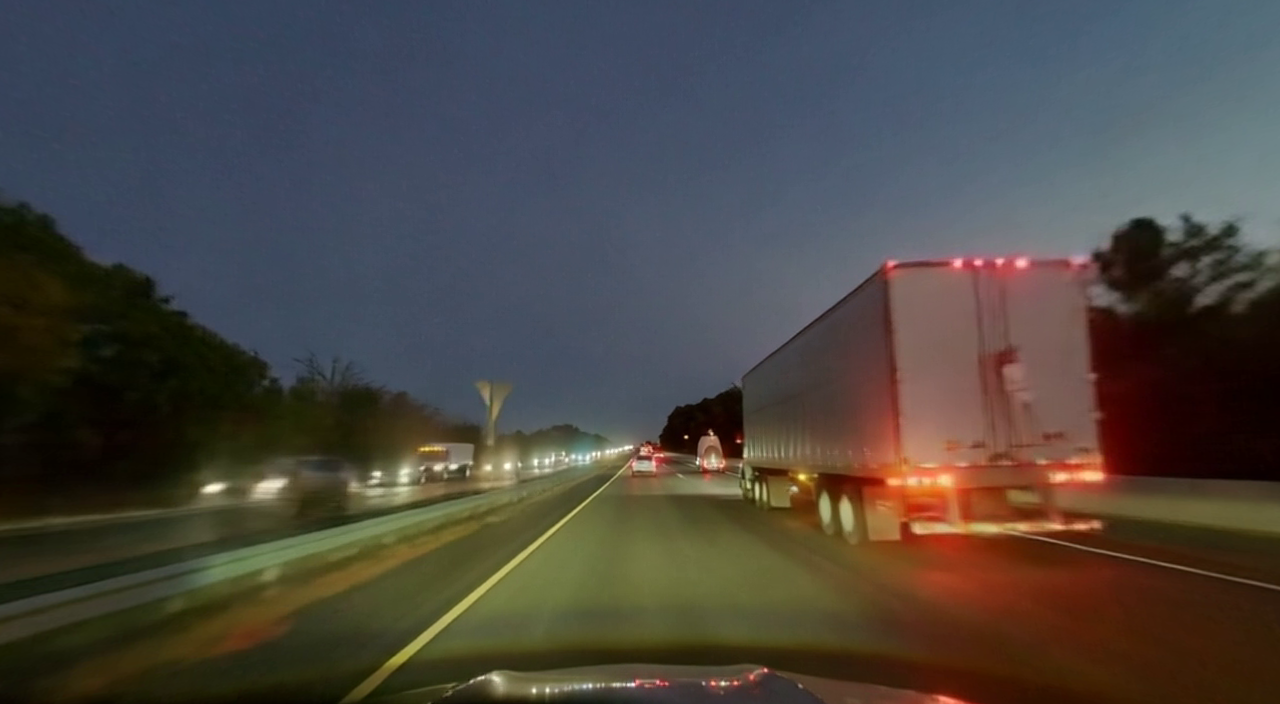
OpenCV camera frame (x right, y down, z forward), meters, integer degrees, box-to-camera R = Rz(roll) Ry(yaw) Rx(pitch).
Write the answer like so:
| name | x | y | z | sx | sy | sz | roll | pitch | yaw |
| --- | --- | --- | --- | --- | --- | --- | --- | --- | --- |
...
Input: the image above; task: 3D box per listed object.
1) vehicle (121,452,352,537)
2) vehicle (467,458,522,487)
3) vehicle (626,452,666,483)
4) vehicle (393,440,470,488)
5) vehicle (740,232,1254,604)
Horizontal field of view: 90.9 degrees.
| name | x | y | z | sx | sy | sz | roll | pitch | yaw |
| --- | --- | --- | --- | --- | --- | --- | --- | --- | --- |
| vehicle | -8.243 | 2.898 | 13.511 | 2.012 | 1.487 | 4.378 | 0 | -9 | 0 |
| vehicle | -7.900 | 6.554 | 34.565 | 1.965 | 1.453 | 4.364 | 0 | -9 | 0 |
| vehicle | 0.289 | 5.947 | 32.733 | 1.939 | 1.495 | 3.612 | 0 | -9 | 0 |
| vehicle | -12.918 | 6.986 | 39.612 | 2.623 | 2.723 | 6.160 | 0 | -9 | 0 |
| vehicle | 4.397 | 1.513 | 12.265 | 2.885 | 3.679 | 12.102 | 0 | -9 | 0 |
